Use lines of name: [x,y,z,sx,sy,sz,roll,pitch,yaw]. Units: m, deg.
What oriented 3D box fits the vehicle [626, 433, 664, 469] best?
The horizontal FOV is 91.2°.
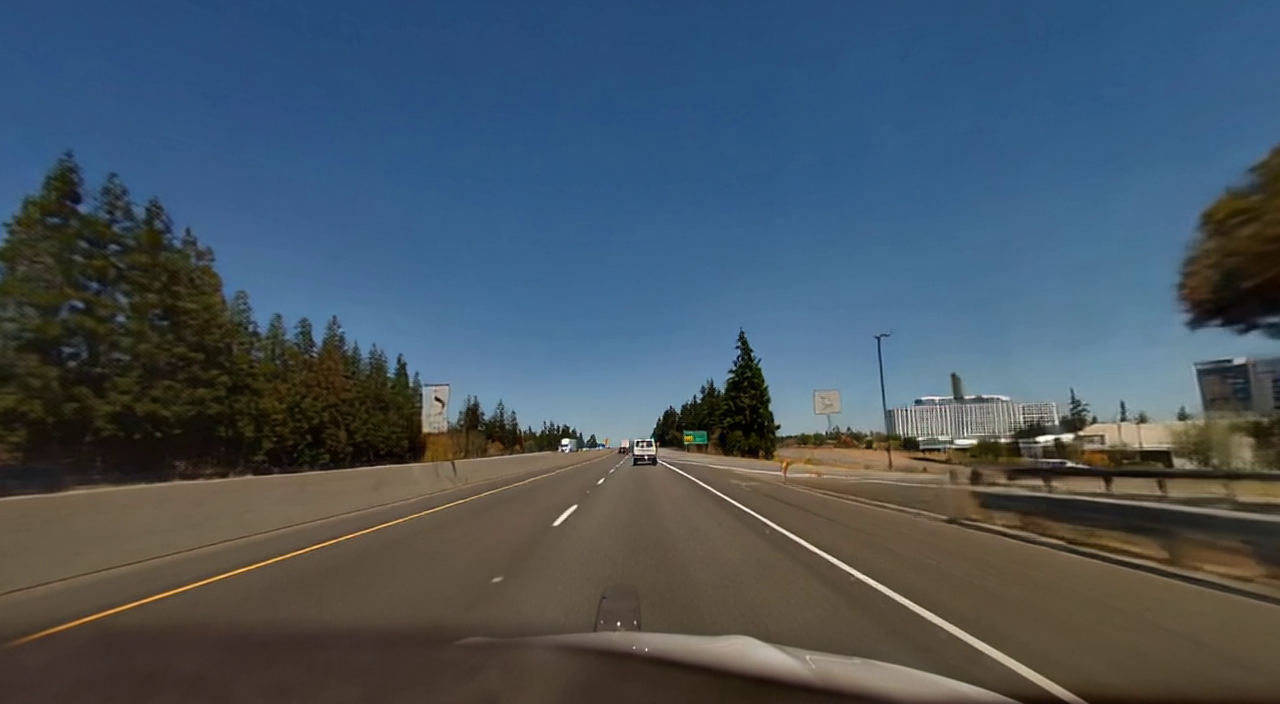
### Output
vehicle: [0.351,6.385,40.347,2.268,2.122,4.595,-1,-9,1]
